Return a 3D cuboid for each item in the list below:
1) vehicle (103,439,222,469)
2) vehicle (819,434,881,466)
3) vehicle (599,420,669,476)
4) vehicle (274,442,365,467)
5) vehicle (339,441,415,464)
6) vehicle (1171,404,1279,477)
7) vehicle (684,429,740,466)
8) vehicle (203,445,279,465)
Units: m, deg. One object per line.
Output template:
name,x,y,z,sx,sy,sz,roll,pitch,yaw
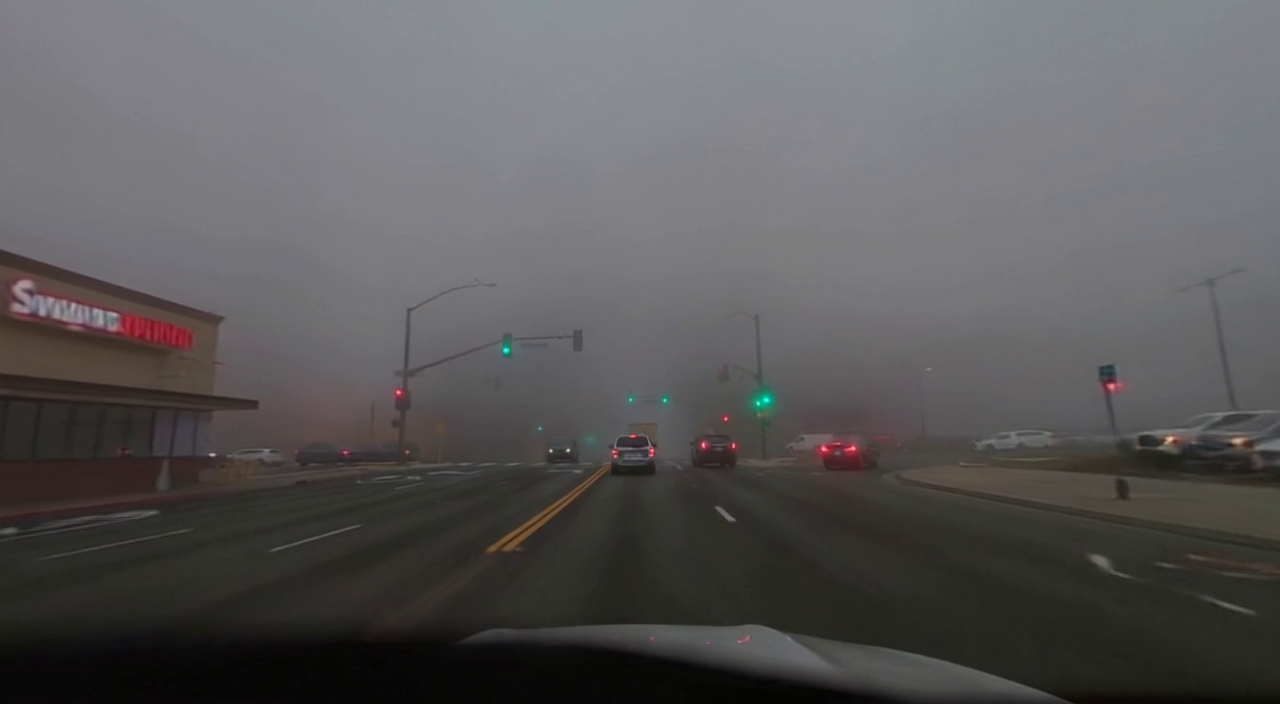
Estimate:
vehicle,-31.522,6.741,41.718,5.964,1.893,2.363,0,-8,1
vehicle,10.268,4.725,30.568,2.002,1.427,4.436,-5,-9,28
vehicle,-0.228,3.978,26.244,2.638,2.065,5.313,0,-8,0
vehicle,-21.053,6.738,41.501,4.839,1.604,2.058,-1,-8,3
vehicle,-18.731,7.173,45.040,4.561,1.531,1.990,0,-8,1
vehicle,16.665,2.170,15.559,4.901,1.674,2.251,-1,-8,4
vehicle,3.617,4.917,32.576,2.276,1.787,4.630,0,-8,-1
vehicle,-30.642,7.900,48.468,4.466,1.527,2.028,0,-8,2
